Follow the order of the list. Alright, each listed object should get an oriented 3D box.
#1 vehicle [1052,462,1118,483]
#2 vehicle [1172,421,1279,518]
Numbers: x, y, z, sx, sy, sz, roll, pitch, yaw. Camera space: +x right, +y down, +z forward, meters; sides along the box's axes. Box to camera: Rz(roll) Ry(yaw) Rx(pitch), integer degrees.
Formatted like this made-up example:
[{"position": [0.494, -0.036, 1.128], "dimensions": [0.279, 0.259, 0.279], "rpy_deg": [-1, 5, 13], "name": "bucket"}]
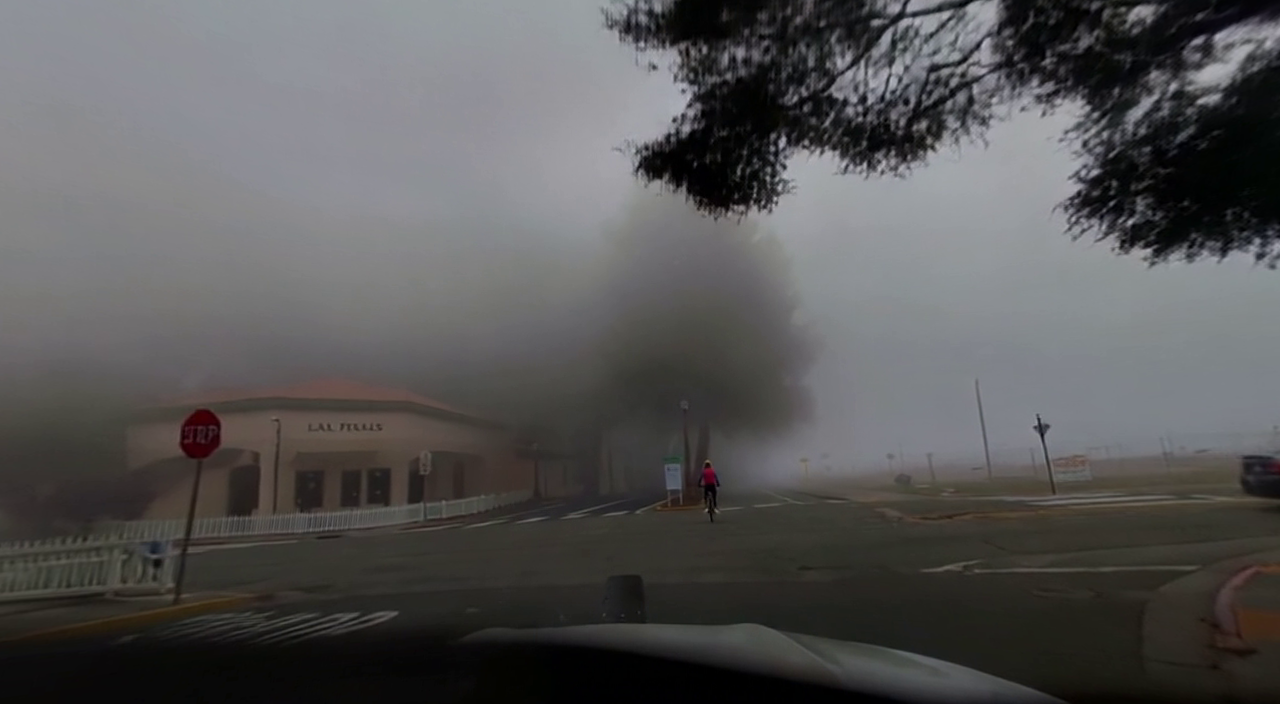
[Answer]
[{"position": [34.322, 9.334, 48.770], "dimensions": [3.794, 1.403, 1.636], "rpy_deg": [-2, -11, -1], "name": "vehicle"}, {"position": [12.489, 1.897, 10.310], "dimensions": [5.323, 1.479, 2.112], "rpy_deg": [-2, -9, 11], "name": "vehicle"}]
